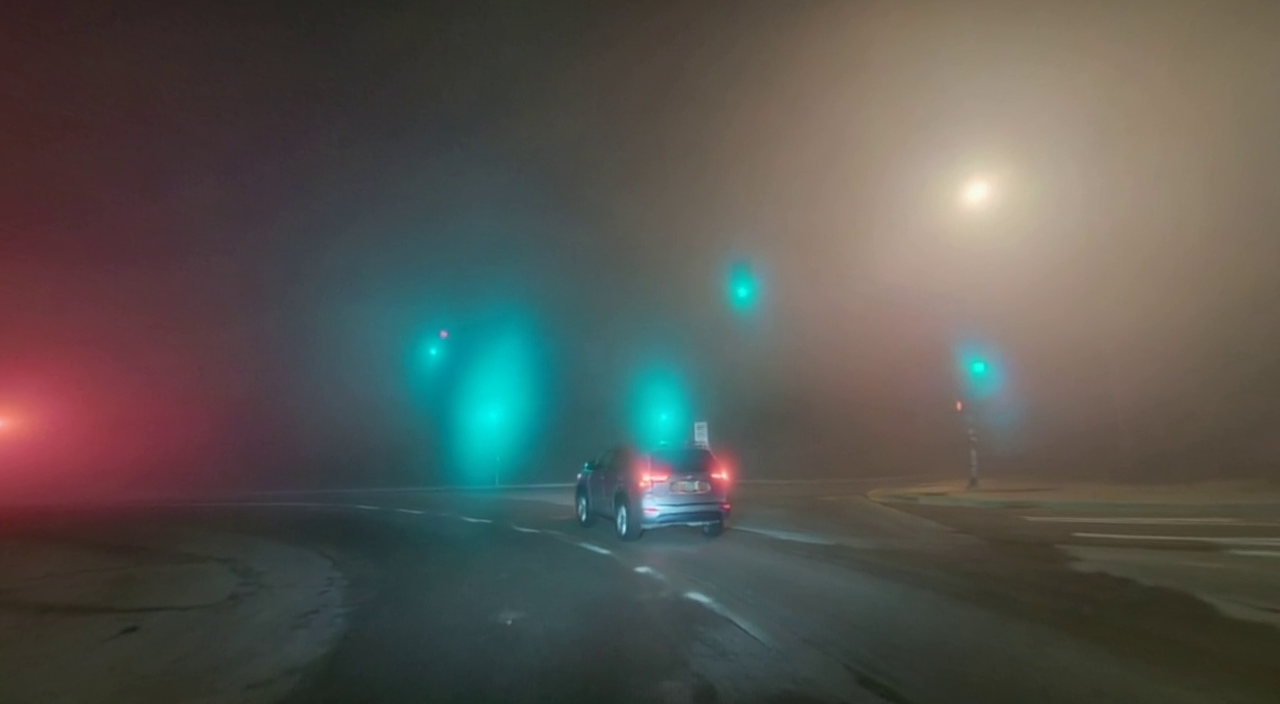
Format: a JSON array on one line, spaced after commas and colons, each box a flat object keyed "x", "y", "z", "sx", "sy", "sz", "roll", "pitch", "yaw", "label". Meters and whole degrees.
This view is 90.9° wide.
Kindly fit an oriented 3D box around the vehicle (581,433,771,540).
[{"x": 0.456, "y": 2.448, "z": 12.193, "sx": 1.938, "sy": 1.648, "sz": 4.211, "roll": 4, "pitch": -9, "yaw": -24, "label": "vehicle"}]
